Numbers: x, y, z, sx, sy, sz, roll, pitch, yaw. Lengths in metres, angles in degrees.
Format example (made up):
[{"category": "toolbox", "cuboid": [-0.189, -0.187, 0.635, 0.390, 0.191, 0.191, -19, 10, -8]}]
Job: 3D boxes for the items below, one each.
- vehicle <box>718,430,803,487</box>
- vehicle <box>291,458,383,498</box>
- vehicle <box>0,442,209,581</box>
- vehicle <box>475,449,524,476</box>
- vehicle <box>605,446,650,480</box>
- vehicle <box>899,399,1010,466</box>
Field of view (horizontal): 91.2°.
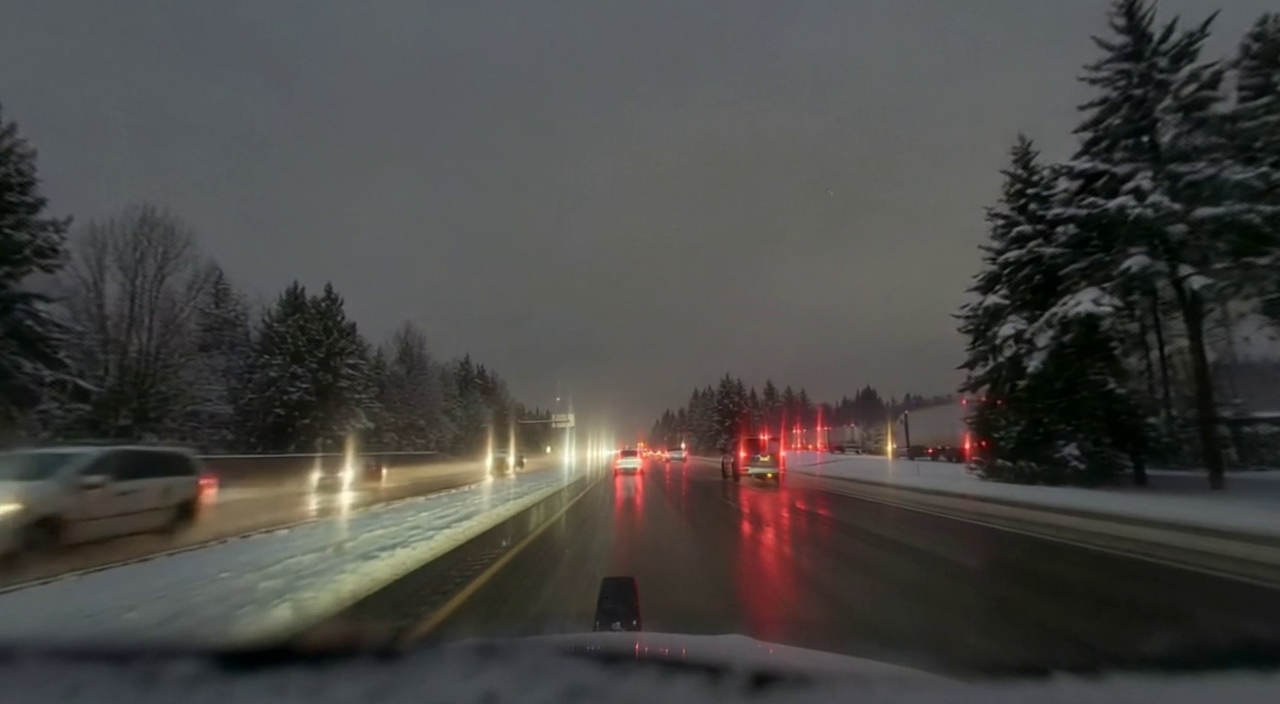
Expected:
[{"category": "vehicle", "cuboid": [4.488, 4.082, 24.191, 2.261, 1.952, 4.784, 0, -9, -1]}, {"category": "vehicle", "cuboid": [-12.928, 5.379, 27.080, 1.884, 1.502, 4.159, 0, -9, 0]}, {"category": "vehicle", "cuboid": [-8.911, 2.203, 9.203, 2.020, 1.686, 4.335, 0, -9, 0]}, {"category": "vehicle", "cuboid": [-9.254, 7.325, 41.708, 2.063, 1.683, 4.605, -1, -9, 1]}, {"category": "vehicle", "cuboid": [-0.593, 5.318, 30.269, 2.029, 1.483, 3.769, 0, -9, 0]}, {"category": "vehicle", "cuboid": [22.319, 6.064, 45.726, 2.890, 4.108, 13.635, -2, -9, 8]}]
